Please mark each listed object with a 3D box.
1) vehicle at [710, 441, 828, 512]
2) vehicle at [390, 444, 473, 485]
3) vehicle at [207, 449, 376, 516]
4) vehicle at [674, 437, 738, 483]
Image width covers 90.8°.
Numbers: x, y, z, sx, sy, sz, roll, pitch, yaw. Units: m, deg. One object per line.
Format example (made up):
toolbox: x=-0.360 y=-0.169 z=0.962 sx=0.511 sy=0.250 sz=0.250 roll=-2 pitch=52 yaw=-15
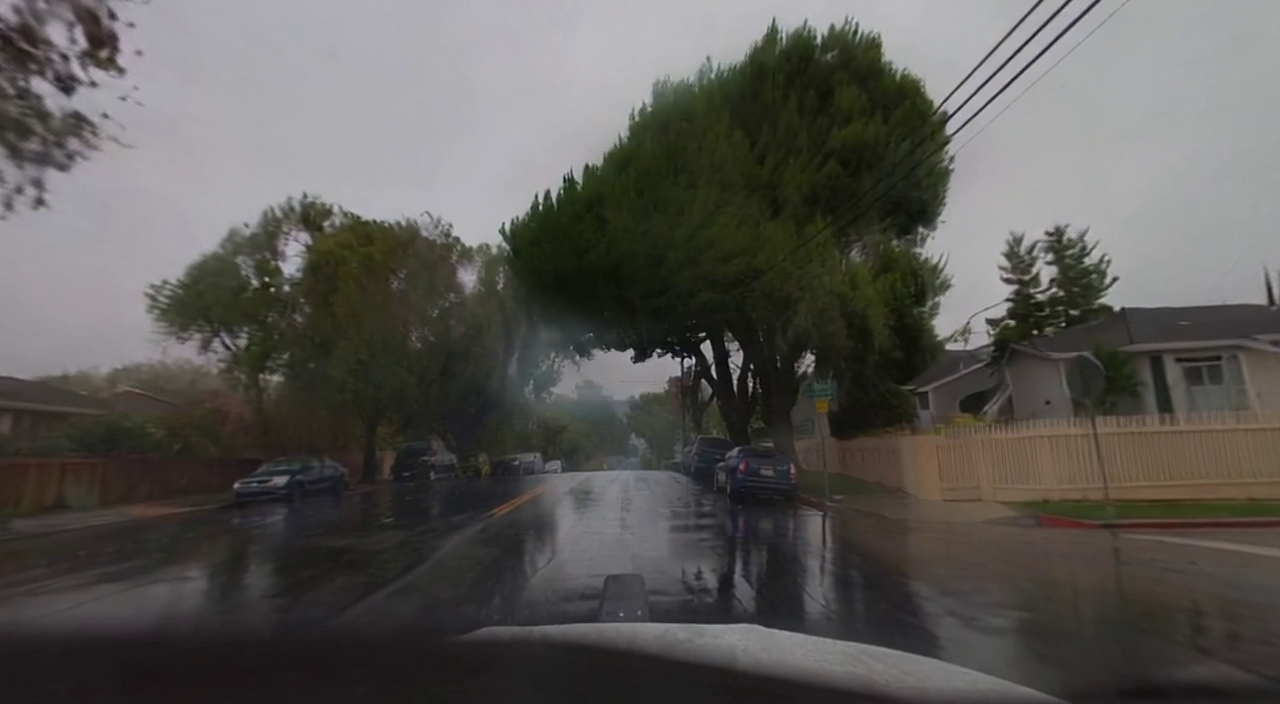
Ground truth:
vehicle: x=3.075 y=3.060 z=16.036 sx=1.927 sy=1.529 sz=4.144 roll=0 pitch=-9 yaw=-3
vehicle: x=-8.945 y=4.838 z=27.509 sx=2.027 sy=1.584 sz=4.476 roll=0 pitch=-9 yaw=1
vehicle: x=-8.644 y=3.230 z=16.227 sx=1.937 sy=1.427 sz=4.510 roll=0 pitch=-9 yaw=-3
vehicle: x=2.930 y=4.939 z=29.295 sx=2.225 sy=1.911 sz=5.322 roll=0 pitch=-9 yaw=-2
